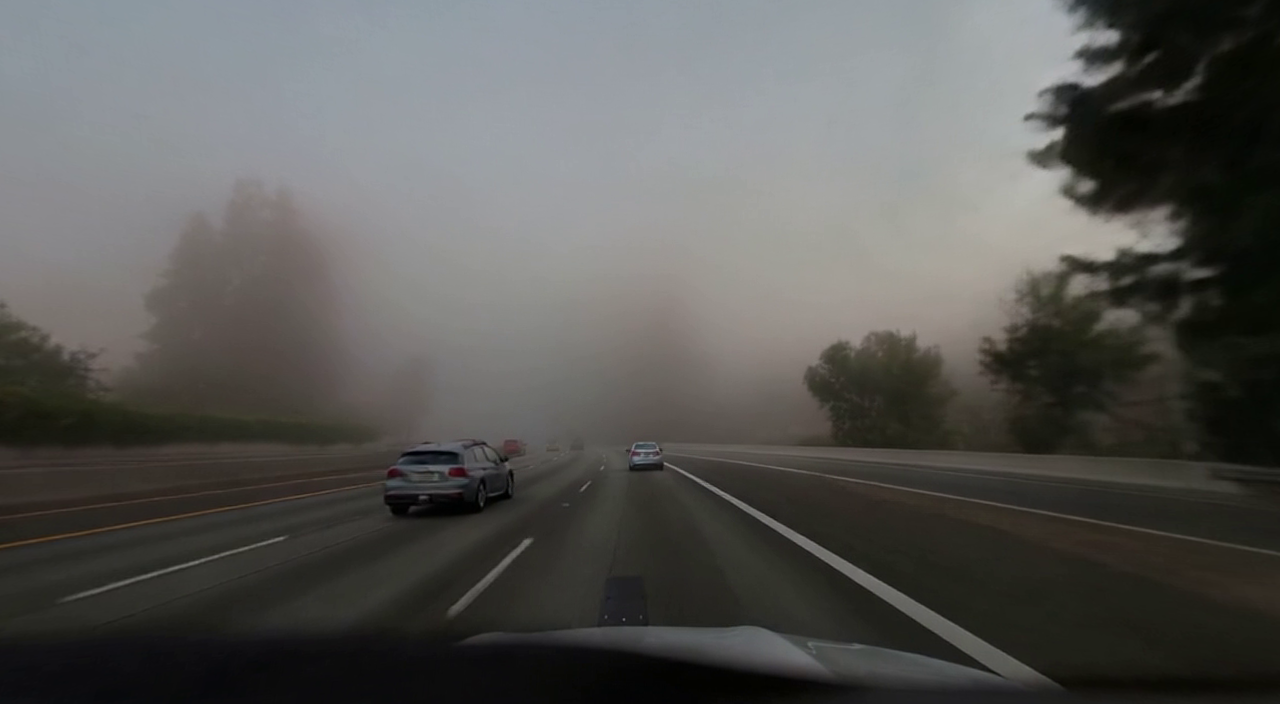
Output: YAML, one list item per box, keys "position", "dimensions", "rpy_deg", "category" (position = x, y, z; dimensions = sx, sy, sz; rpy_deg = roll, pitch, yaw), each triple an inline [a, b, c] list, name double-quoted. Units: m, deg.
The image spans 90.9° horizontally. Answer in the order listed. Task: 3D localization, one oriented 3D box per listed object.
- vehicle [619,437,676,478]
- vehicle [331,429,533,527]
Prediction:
- position: [0.211, 4.078, 24.633]
  dimensions: [2.051, 1.444, 3.927]
  rpy_deg: [0, -9, -2]
  category: "vehicle"
- position: [-3.667, 2.341, 12.352]
  dimensions: [2.246, 1.519, 4.980]
  rpy_deg: [0, -9, 0]
  category: "vehicle"
